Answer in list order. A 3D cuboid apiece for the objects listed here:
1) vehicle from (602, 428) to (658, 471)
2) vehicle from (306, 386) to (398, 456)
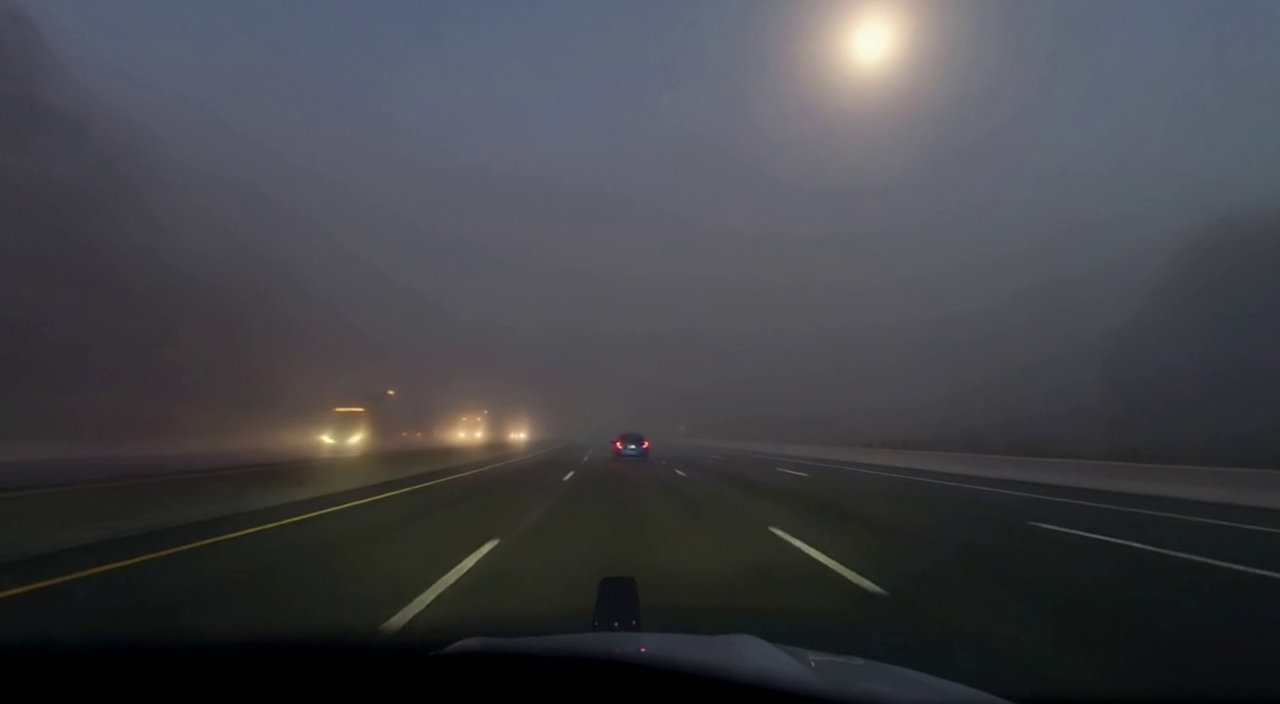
[{"bbox_3d":[-0.513,3.972,25.852,1.997,1.589,4.179,0,-8,-5],"label":"vehicle"},{"bbox_3d":[-17.233,4.232,38.213,3.037,3.890,5.820,0,-8,-3],"label":"vehicle"}]
